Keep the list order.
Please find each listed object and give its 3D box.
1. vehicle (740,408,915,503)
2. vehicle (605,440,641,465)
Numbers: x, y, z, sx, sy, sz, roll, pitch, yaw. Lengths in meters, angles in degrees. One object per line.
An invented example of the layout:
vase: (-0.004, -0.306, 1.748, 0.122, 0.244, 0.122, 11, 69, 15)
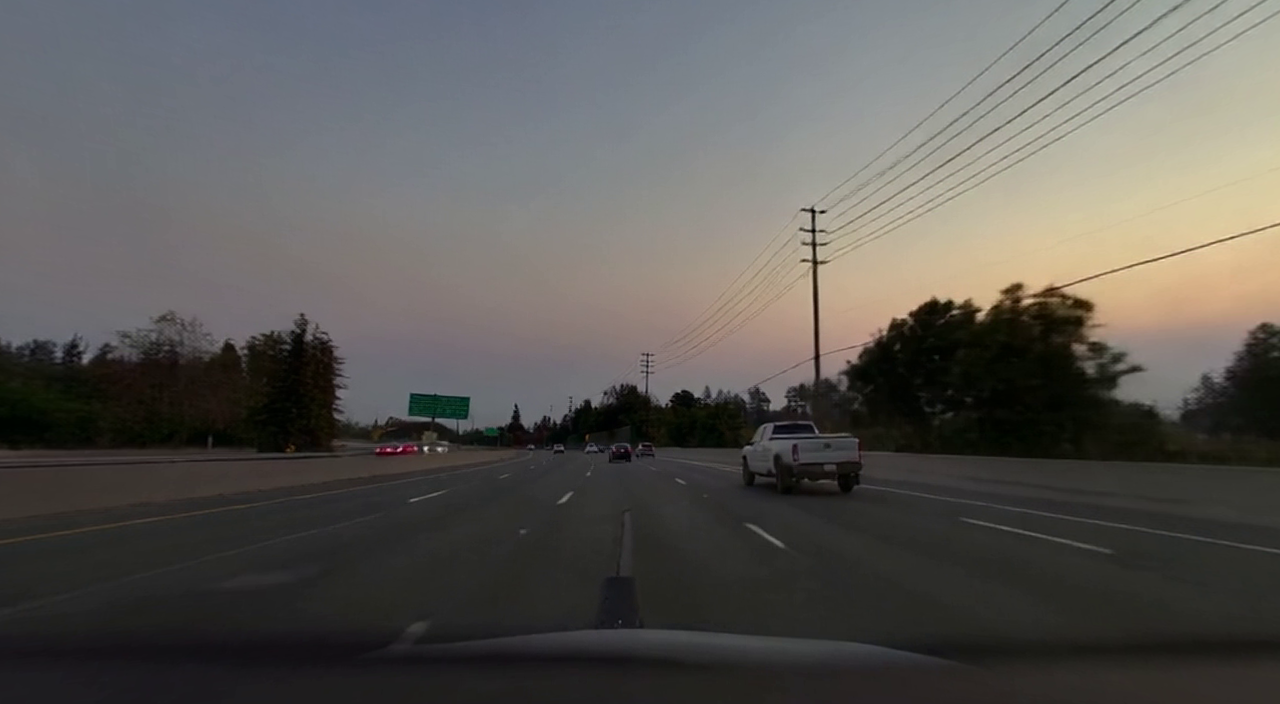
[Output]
vehicle: (4.512, 2.666, 16.646, 2.504, 2.033, 5.979, 0, -8, -3)
vehicle: (-1.233, 7.121, 44.923, 2.188, 1.714, 3.921, 1, -9, -7)
